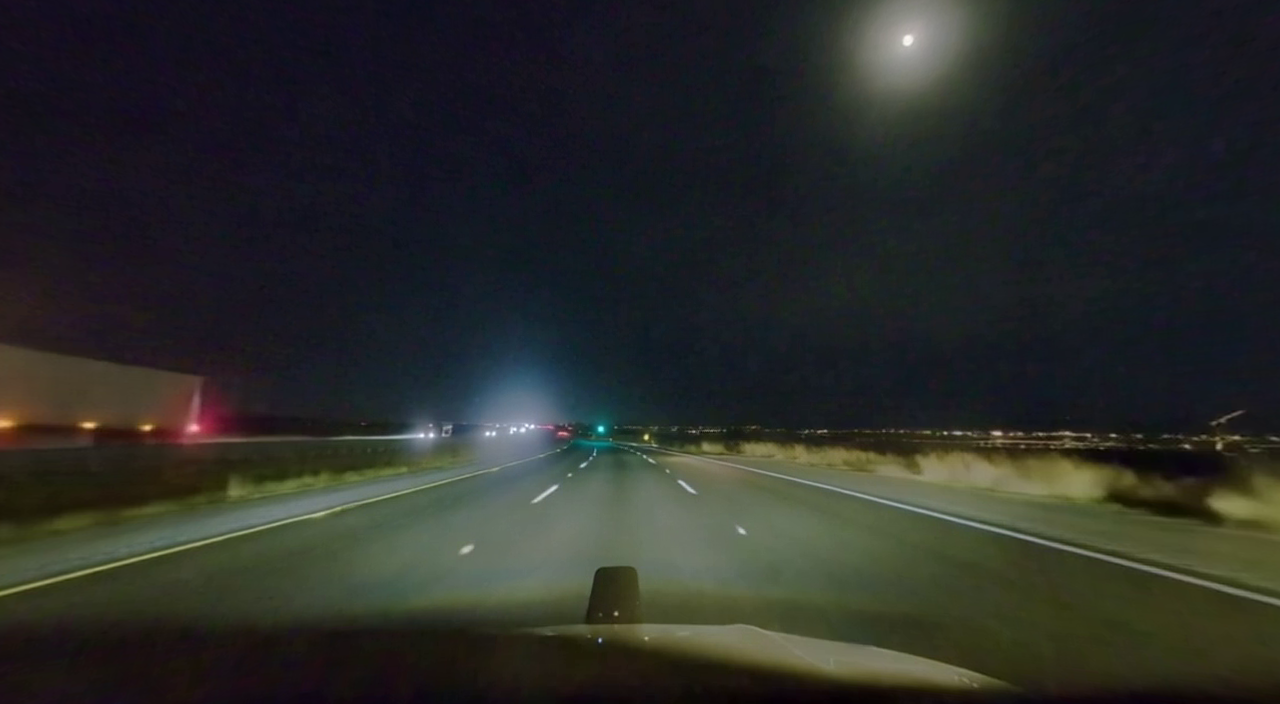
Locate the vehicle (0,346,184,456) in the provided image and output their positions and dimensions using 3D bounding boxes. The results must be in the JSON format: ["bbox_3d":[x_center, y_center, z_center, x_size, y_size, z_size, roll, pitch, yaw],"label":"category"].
[{"bbox_3d":[-25.598,2.237,26.529,2.895,4.066,14.108,0,-8,-3],"label":"vehicle"}]
